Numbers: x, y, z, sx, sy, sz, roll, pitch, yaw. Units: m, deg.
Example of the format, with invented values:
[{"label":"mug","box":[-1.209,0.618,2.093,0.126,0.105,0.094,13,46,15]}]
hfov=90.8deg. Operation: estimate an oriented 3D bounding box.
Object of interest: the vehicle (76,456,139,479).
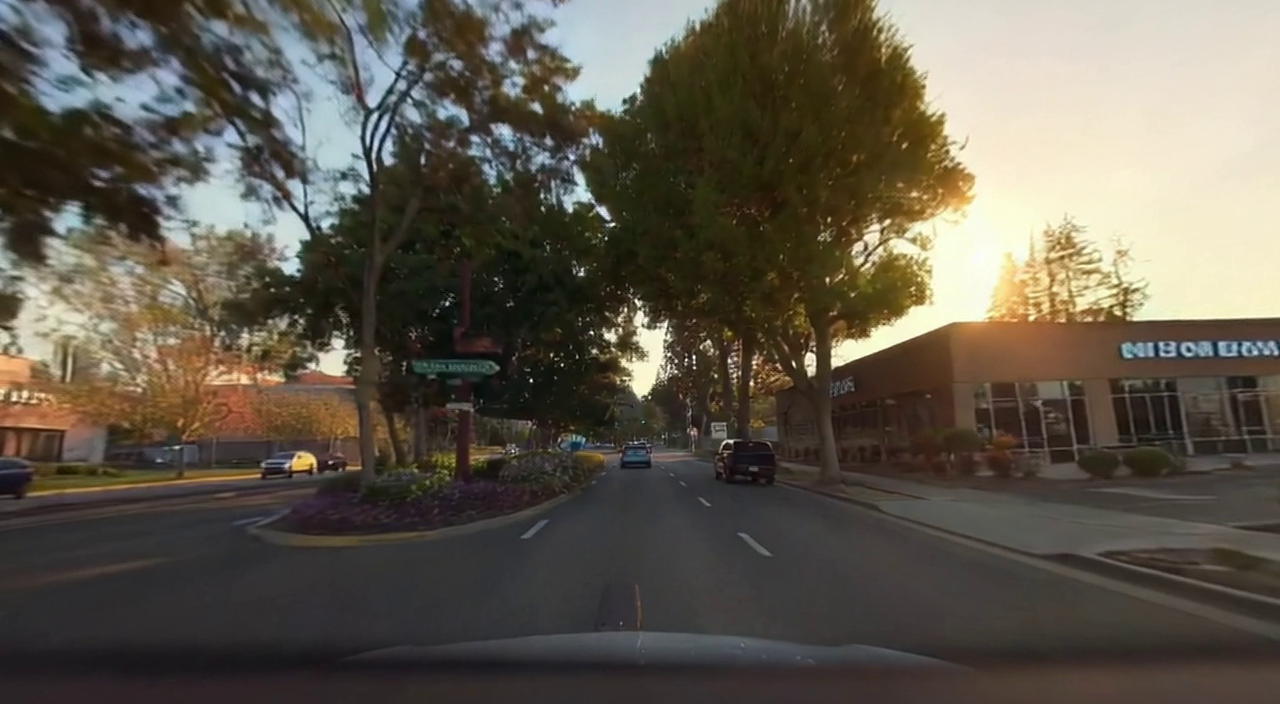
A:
[{"label":"vehicle","box":[-37.951,8.192,45.130,1.724,1.495,3.818,2,-9,-12]}]

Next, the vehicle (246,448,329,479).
[{"label":"vehicle","box":[-18.249,5.786,33.002,1.827,1.471,4.428,0,-9,-1]}]

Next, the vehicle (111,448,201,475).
[{"label":"vehicle","box":[-34.779,7.846,45.657,2.173,1.734,5.810,0,-9,-4]}]

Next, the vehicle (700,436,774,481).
[{"label":"vehicle","box":[3.708,4.186,25.067,2.060,1.611,4.675,0,-9,-2]}]

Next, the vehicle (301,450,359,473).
[{"label":"vehicle","box":[-21.810,7.686,44.689,1.873,1.506,4.447,0,-9,0]}]

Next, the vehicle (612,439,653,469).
[{"label":"vehicle","box":[-0.441,5.636,35.128,2.103,1.506,4.742,0,-9,-1]}]
